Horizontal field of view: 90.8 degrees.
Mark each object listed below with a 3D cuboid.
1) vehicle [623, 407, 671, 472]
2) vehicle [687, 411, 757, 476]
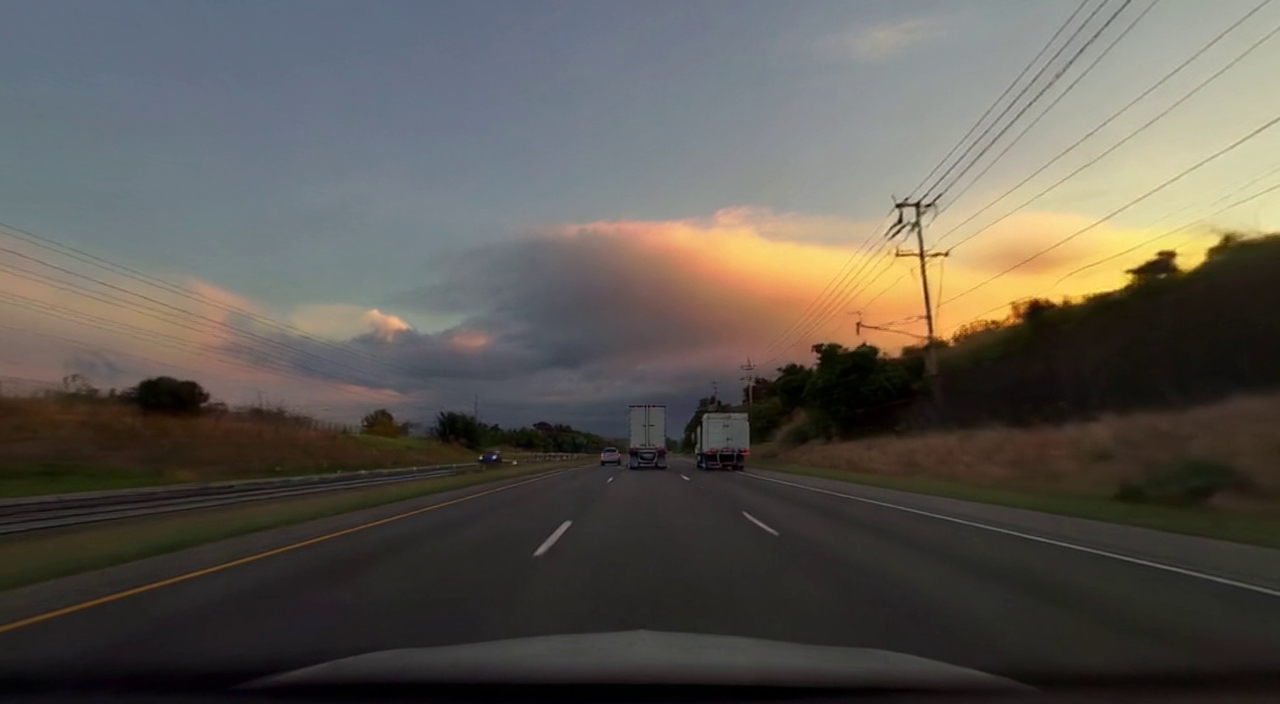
[{"bbox_3d":[0.535,6.584,46.543,2.997,4.076,13.224,0,-9,1],"label":"vehicle"},{"bbox_3d":[4.647,5.498,37.557,2.938,3.378,8.820,0,-9,0],"label":"vehicle"}]
